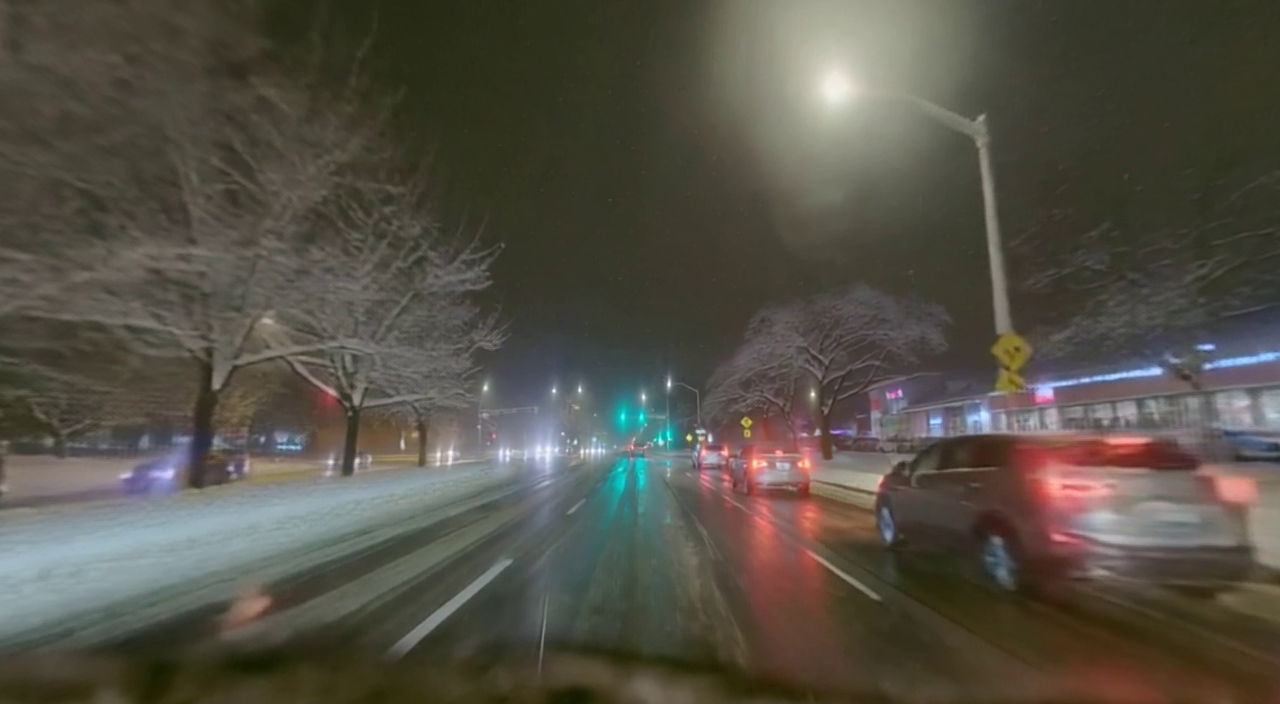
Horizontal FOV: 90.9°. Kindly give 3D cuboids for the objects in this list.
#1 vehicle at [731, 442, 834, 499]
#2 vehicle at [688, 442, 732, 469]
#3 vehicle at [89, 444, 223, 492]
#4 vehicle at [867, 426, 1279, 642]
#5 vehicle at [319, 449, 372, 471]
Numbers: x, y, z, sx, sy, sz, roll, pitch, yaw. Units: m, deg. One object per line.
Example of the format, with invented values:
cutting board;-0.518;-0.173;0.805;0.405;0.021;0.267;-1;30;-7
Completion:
vehicle;3.913;3.326;18.121;1.872;1.431;4.270;0;-8;-1
vehicle;3.982;5.995;36.809;1.939;1.474;4.716;0;-8;-1
vehicle;-17.385;4.154;22.925;1.764;1.563;3.872;0;-8;0
vehicle;4.098;1.564;6.486;1.913;1.463;4.198;0;-8;0
vehicle;-21.960;8.061;47.205;1.832;1.496;4.458;0;-8;0
